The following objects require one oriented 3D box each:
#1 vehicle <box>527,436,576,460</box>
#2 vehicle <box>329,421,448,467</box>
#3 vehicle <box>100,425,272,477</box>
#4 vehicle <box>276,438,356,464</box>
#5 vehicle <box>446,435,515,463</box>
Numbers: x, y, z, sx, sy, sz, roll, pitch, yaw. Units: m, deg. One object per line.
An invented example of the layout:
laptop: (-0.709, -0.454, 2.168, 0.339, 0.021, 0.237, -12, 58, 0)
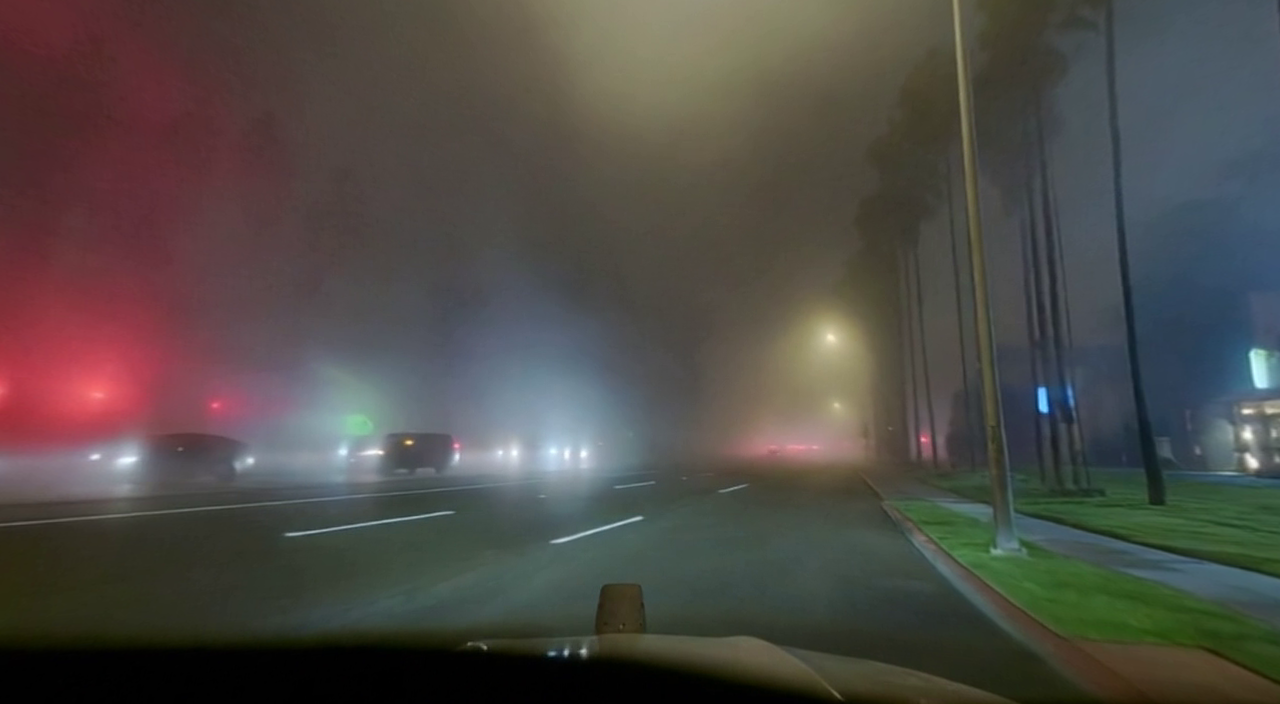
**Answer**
vehicle: (-6.430, 7.016, 45.994, 1.858, 1.599, 4.104, -3, -9, 19)
vehicle: (-11.829, 4.427, 30.111, 2.184, 1.904, 5.617, -5, -10, 18)
vehicle: (-14.810, 3.244, 20.824, 1.857, 1.474, 4.291, -5, -9, 17)
vehicle: (-19.472, 5.952, 37.919, 1.806, 1.500, 4.118, -3, -9, 18)
vehicle: (-9.205, 5.670, 36.715, 1.813, 1.535, 4.306, -3, -9, 19)
